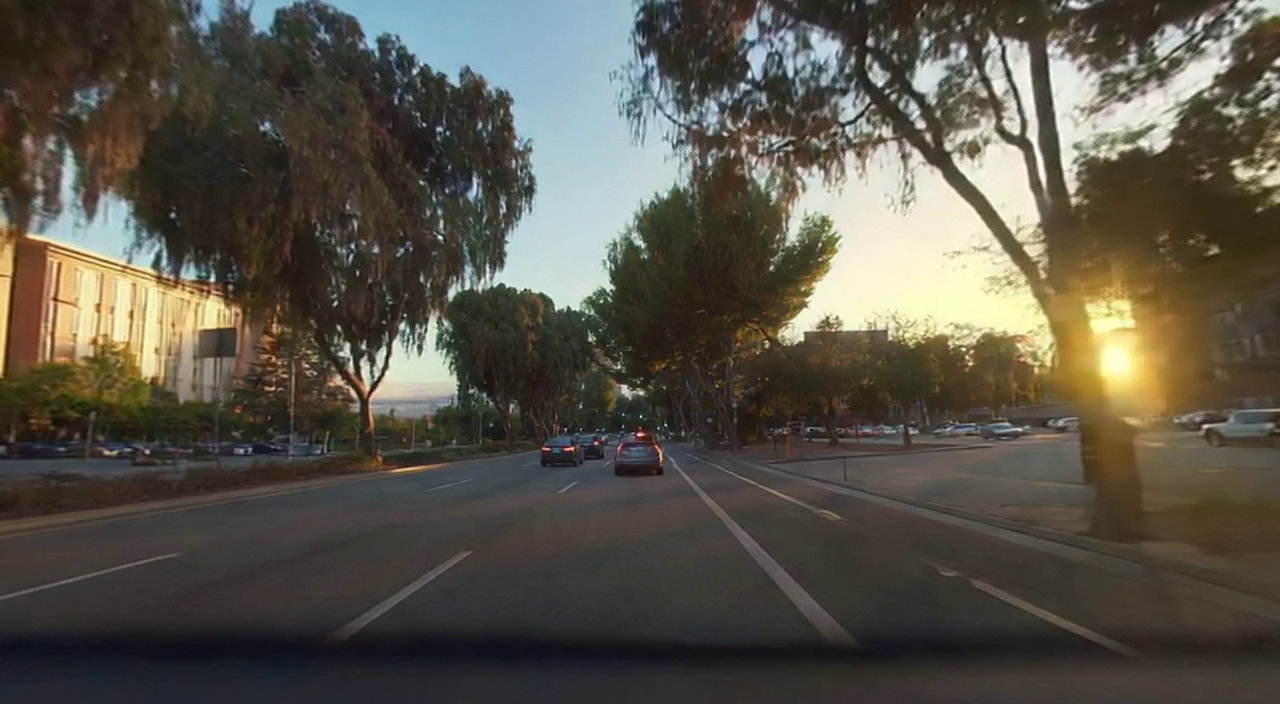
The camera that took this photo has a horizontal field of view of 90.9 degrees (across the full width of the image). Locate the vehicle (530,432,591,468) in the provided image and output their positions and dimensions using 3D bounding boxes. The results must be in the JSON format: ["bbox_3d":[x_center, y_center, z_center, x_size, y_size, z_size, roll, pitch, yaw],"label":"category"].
[{"bbox_3d":[-3.450,4.354,28.281,1.942,1.462,4.905,0,-8,2],"label":"vehicle"}]

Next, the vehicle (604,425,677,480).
[{"bbox_3d":[0.011,3.337,21.151,2.199,1.652,4.101,0,-8,0],"label":"vehicle"}]

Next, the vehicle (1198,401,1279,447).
[{"bbox_3d":[22.014,2.566,21.981,1.833,1.471,4.656,-2,-9,14],"label":"vehicle"}]
